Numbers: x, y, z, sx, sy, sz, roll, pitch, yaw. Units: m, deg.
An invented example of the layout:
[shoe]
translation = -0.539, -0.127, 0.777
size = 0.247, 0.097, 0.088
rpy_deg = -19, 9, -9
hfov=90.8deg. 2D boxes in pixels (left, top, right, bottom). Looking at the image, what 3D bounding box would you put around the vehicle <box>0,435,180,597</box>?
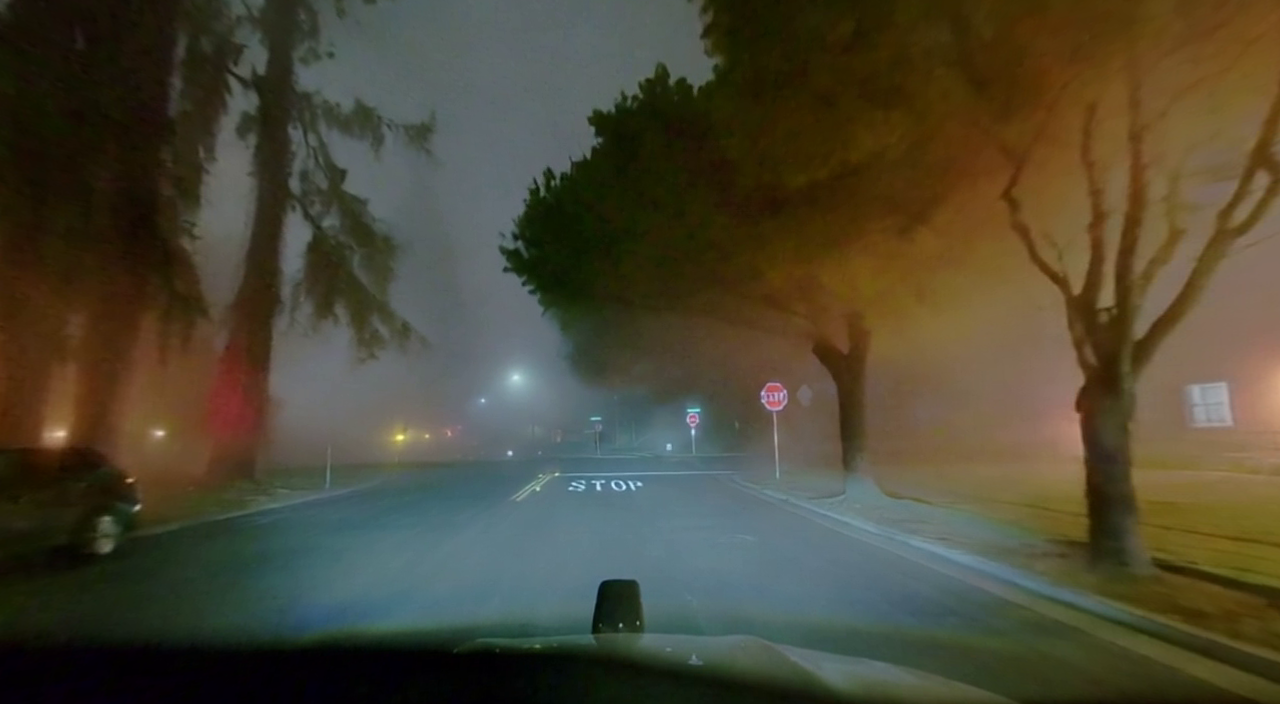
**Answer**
[vehicle]
translation = -7.640, 1.771, 7.046
size = 1.994, 1.656, 4.334
rpy_deg = 1, -8, -5
